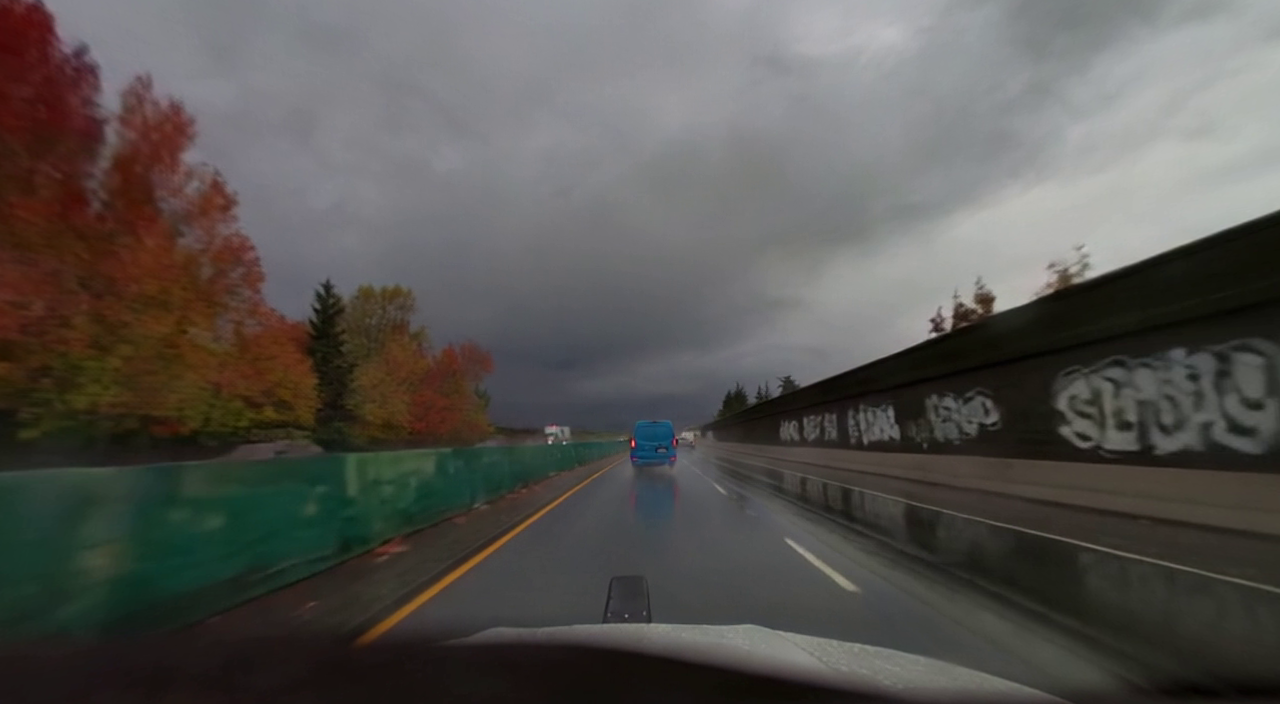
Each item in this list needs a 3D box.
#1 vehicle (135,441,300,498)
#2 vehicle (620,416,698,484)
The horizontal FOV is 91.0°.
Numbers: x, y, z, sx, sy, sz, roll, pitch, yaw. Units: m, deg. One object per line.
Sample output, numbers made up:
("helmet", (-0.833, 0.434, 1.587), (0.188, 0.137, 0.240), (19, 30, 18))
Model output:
("vehicle", (-12.646, 3.510, 19.257), (1.956, 1.510, 4.329), (0, -8, 1))
("vehicle", (0.547, 3.192, 20.650), (2.283, 1.956, 4.421), (0, -8, 0))
